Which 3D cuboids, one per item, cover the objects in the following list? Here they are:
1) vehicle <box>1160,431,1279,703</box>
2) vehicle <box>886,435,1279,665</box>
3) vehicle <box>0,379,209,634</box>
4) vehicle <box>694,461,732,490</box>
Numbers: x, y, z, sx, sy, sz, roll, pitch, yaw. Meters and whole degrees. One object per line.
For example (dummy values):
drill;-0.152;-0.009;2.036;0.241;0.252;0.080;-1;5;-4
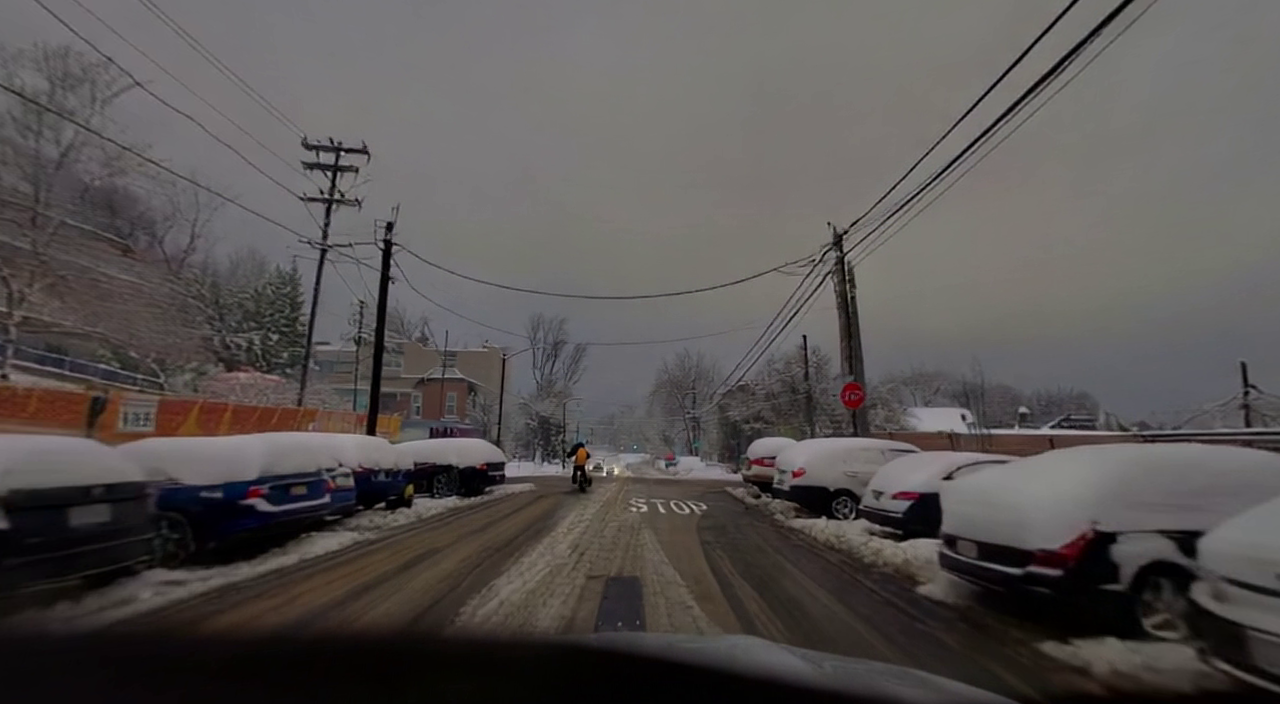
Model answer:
vehicle;5.166;1.018;2.459;4.553;1.427;1.939;0;-9;-1
vehicle;4.591;1.430;5.144;4.318;1.459;1.971;0;-9;0
vehicle;-6.555;1.080;5.090;4.515;1.689;1.942;4;-12;-2
vehicle;5.075;8.657;44.527;2.007;1.804;4.136;0;-8;-2
